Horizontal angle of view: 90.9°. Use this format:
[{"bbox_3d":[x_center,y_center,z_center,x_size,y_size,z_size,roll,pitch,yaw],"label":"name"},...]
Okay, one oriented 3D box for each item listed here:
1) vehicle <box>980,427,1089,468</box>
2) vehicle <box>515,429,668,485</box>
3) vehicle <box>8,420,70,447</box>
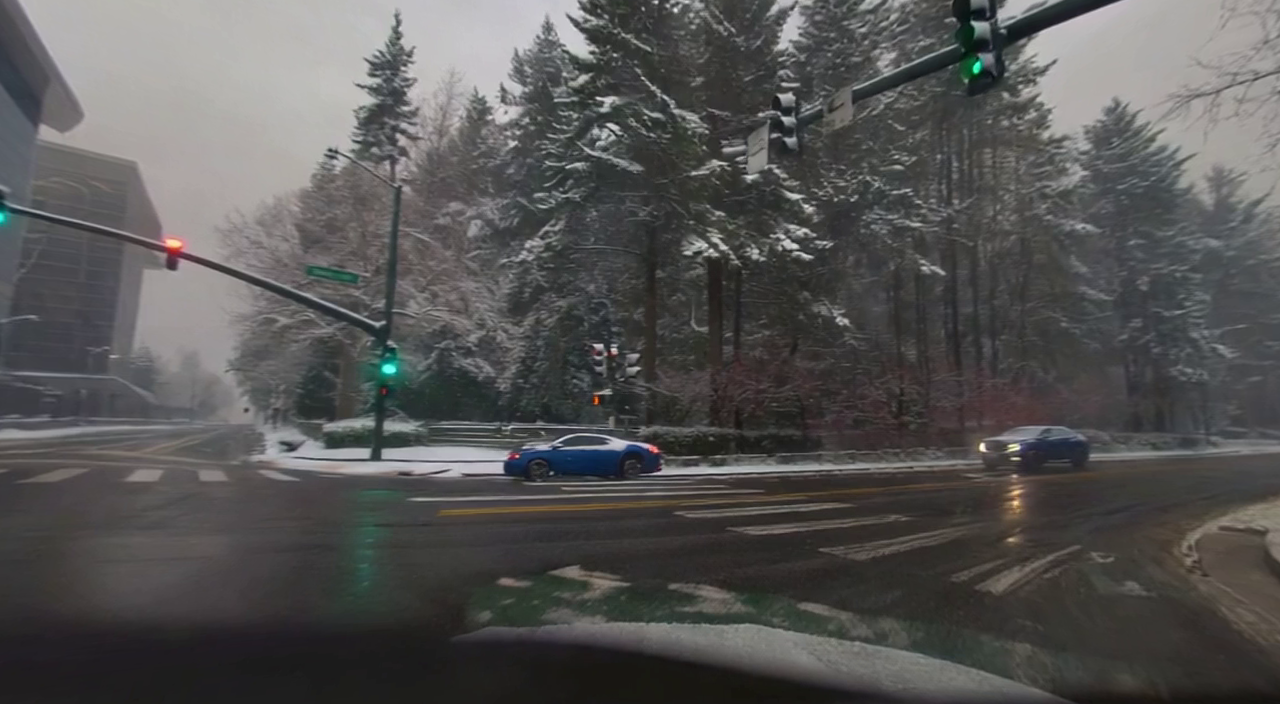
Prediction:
[{"bbox_3d":[17.612,4.235,28.117,4.662,1.687,2.145,5,-9,-31],"label":"vehicle"},{"bbox_3d":[-1.343,2.862,17.464,3.816,1.410,1.757,4,-9,-24],"label":"vehicle"},{"bbox_3d":[-41.050,5.611,43.172,2.123,1.761,4.322,5,-10,-32],"label":"vehicle"}]
